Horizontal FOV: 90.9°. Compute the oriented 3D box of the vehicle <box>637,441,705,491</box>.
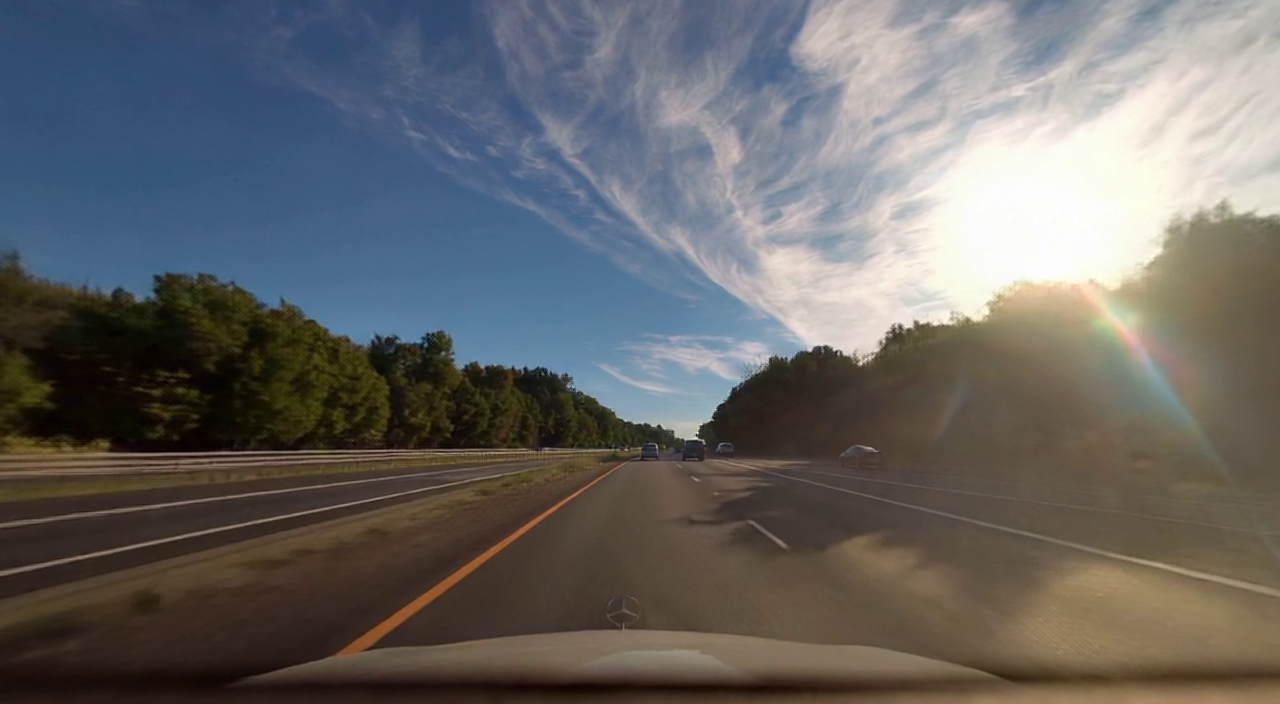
[{"bbox_3d":[0.943,3.756,21.151,2.053,1.483,4.185,0,-9,0],"label":"vehicle"}]

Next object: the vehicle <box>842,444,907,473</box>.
[{"bbox_3d":[12.672,5.782,34.315,1.926,1.483,3.528,1,-9,-4],"label":"vehicle"}]
